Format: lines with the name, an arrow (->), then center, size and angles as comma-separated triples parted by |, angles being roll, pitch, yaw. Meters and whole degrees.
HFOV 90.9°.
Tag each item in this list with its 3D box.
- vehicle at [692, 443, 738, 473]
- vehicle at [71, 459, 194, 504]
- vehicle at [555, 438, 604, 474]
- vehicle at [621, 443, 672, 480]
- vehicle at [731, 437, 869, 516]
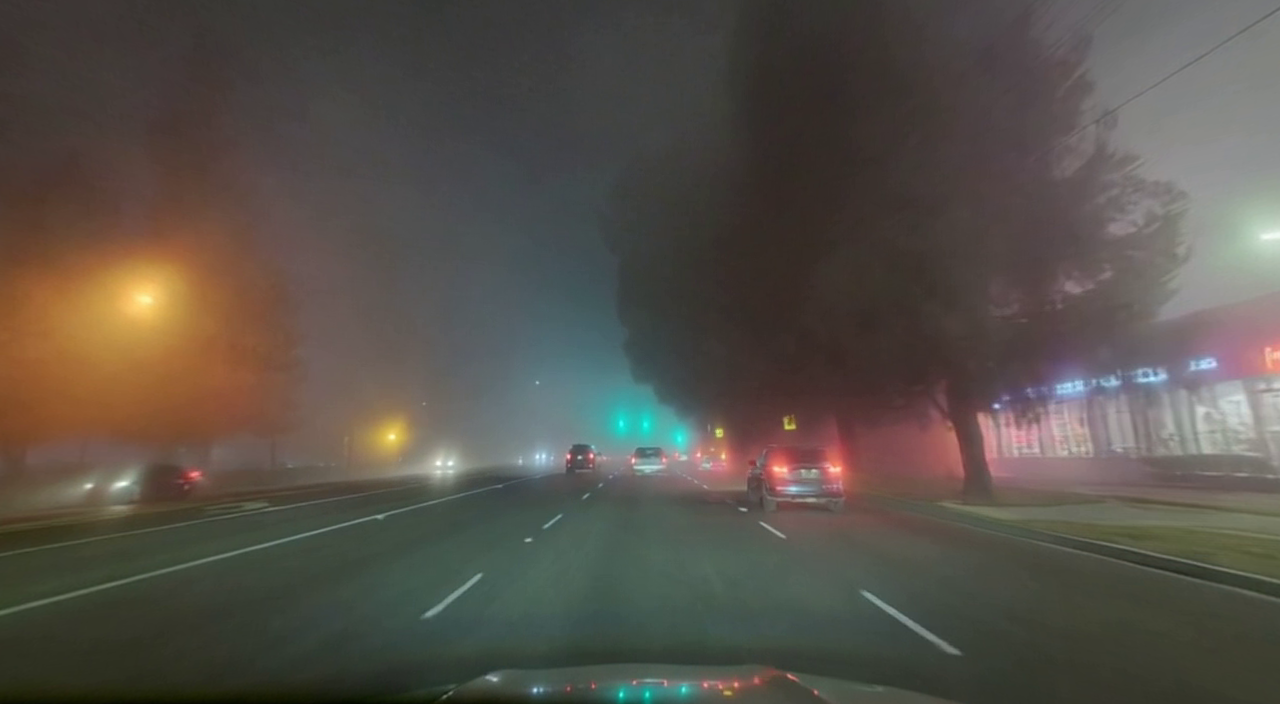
vehicle -> 3.919, 5.613, 33.665 | 1.913, 1.463, 4.198 | 0, -8, -1
vehicle -> -22.792, 5.781, 28.588 | 1.898, 1.743, 4.365 | 0, -8, 0
vehicle -> -3.084, 5.418, 32.942 | 2.023, 1.720, 4.452 | -1, -8, 2
vehicle -> 0.298, 4.550, 26.446 | 1.971, 1.433, 3.923 | 0, -8, 1
vehicle -> 3.344, 2.682, 14.145 | 1.948, 1.474, 4.360 | 0, -8, 0
